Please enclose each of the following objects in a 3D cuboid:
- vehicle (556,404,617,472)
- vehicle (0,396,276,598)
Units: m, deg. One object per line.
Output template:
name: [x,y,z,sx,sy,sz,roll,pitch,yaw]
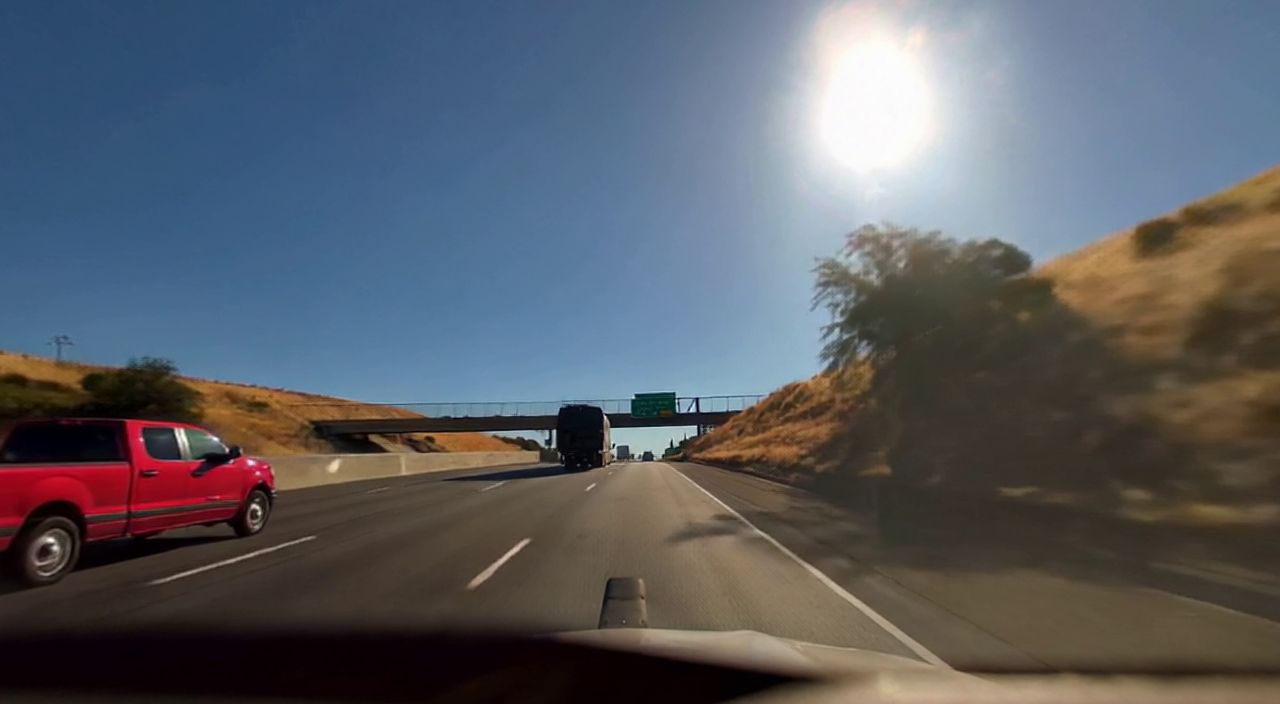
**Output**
vehicle: [-3.523,6.291,45.815,2.893,4.073,15.281,0,-8,1]
vehicle: [-7.044,1.608,7.620,2.175,1.860,5.236,0,-8,0]
